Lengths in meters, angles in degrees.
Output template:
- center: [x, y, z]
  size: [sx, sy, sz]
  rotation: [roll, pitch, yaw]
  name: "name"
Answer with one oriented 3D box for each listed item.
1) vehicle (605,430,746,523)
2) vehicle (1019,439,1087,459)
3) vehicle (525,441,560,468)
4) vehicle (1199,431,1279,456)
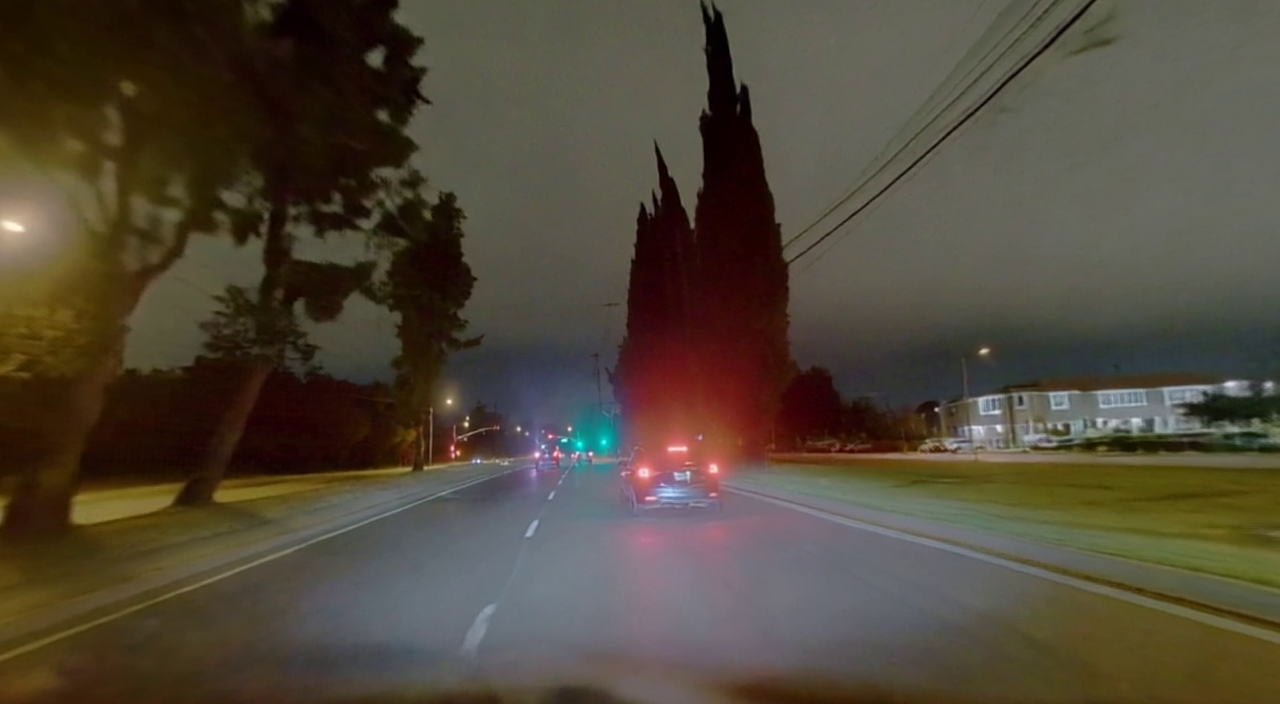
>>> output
- center: [0.506, 2.576, 13.659]
  size: [2.235, 1.597, 4.918]
  rotation: [1, -9, -6]
  name: "vehicle"
- center: [32.613, 7.666, 49.877]
  size: [1.867, 1.471, 4.788]
  rotation: [0, -9, -4]
  name: "vehicle"
- center: [-6.762, 7.150, 44.161]
  size: [2.189, 1.776, 4.342]
  rotation: [0, -9, -6]
  name: "vehicle"
- center: [43.216, 6.527, 44.940]
  size: [1.838, 1.677, 4.747]
  rotation: [1, -9, -6]
  name: "vehicle"
